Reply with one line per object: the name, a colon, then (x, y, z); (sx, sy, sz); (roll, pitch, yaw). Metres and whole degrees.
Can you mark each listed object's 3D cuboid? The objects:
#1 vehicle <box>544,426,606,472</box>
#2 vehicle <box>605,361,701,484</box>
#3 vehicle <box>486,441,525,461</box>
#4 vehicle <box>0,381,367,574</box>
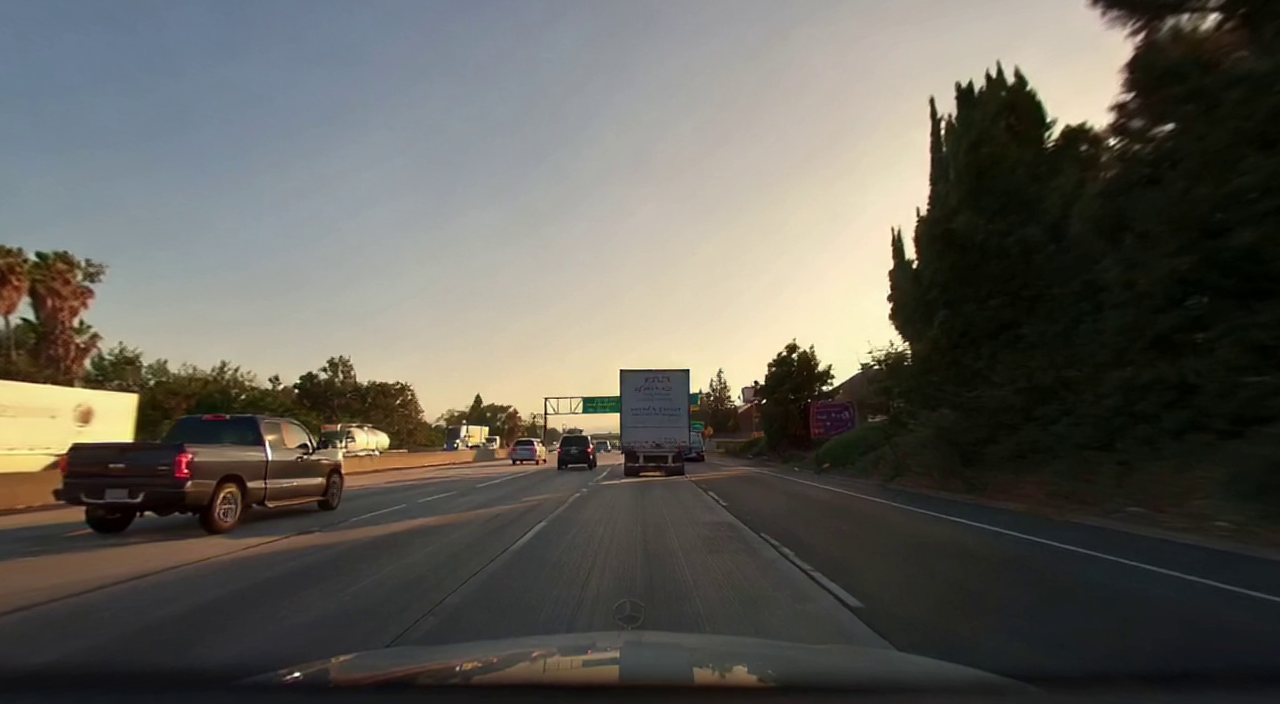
vehicle: (-3.137, 4.881, 31.909); (2.379, 2.075, 6.169); (0, -9, 1)
vehicle: (0.399, 2.915, 24.531); (2.941, 3.794, 9.851); (0, -9, 0)
vehicle: (-10.404, 7.718, 49.078); (1.909, 1.482, 4.582); (0, -9, 1)
vehicle: (-6.739, 1.735, 9.542); (2.479, 1.978, 5.952); (0, -9, 1)
